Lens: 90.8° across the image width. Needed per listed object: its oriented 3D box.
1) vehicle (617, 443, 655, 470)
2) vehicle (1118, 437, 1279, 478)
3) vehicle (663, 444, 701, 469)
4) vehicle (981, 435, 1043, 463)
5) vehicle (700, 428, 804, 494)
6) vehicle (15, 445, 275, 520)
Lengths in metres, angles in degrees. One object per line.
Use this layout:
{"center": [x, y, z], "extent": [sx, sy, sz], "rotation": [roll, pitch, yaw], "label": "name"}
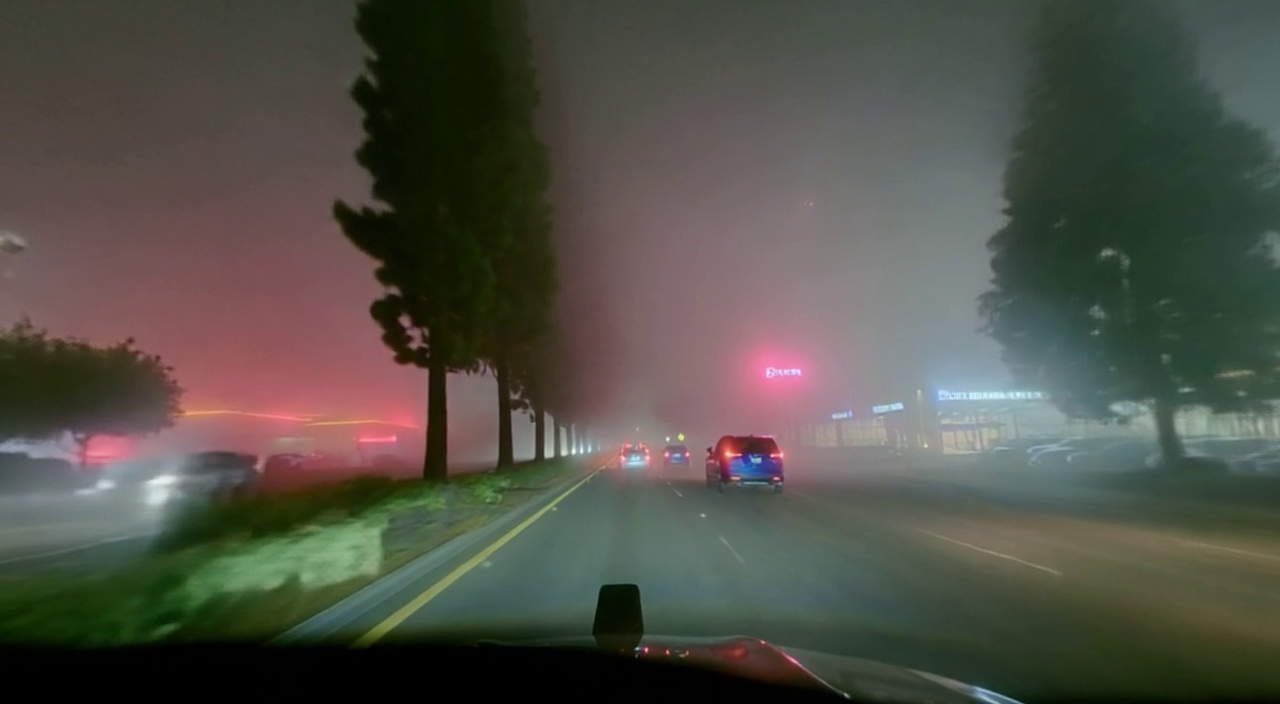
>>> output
{"center": [-0.279, 5.984, 36.242], "extent": [2.056, 1.440, 3.798], "rotation": [0, -8, -1], "label": "vehicle"}
{"center": [20.547, 3.836, 23.121], "extent": [4.451, 1.400, 2.108], "rotation": [0, -8, -2], "label": "vehicle"}
{"center": [2.569, 6.440, 39.149], "extent": [1.970, 1.402, 3.756], "rotation": [0, -8, -2], "label": "vehicle"}
{"center": [25.089, 6.568, 42.823], "extent": [1.788, 1.741, 4.278], "rotation": [-1, -8, 4], "label": "vehicle"}
{"center": [3.332, 3.366, 19.874], "extent": [2.140, 1.811, 4.593], "rotation": [0, -8, -4], "label": "vehicle"}
{"center": [-11.573, 3.038, 15.507], "extent": [1.971, 1.481, 5.500], "rotation": [0, -8, 0], "label": "vehicle"}
